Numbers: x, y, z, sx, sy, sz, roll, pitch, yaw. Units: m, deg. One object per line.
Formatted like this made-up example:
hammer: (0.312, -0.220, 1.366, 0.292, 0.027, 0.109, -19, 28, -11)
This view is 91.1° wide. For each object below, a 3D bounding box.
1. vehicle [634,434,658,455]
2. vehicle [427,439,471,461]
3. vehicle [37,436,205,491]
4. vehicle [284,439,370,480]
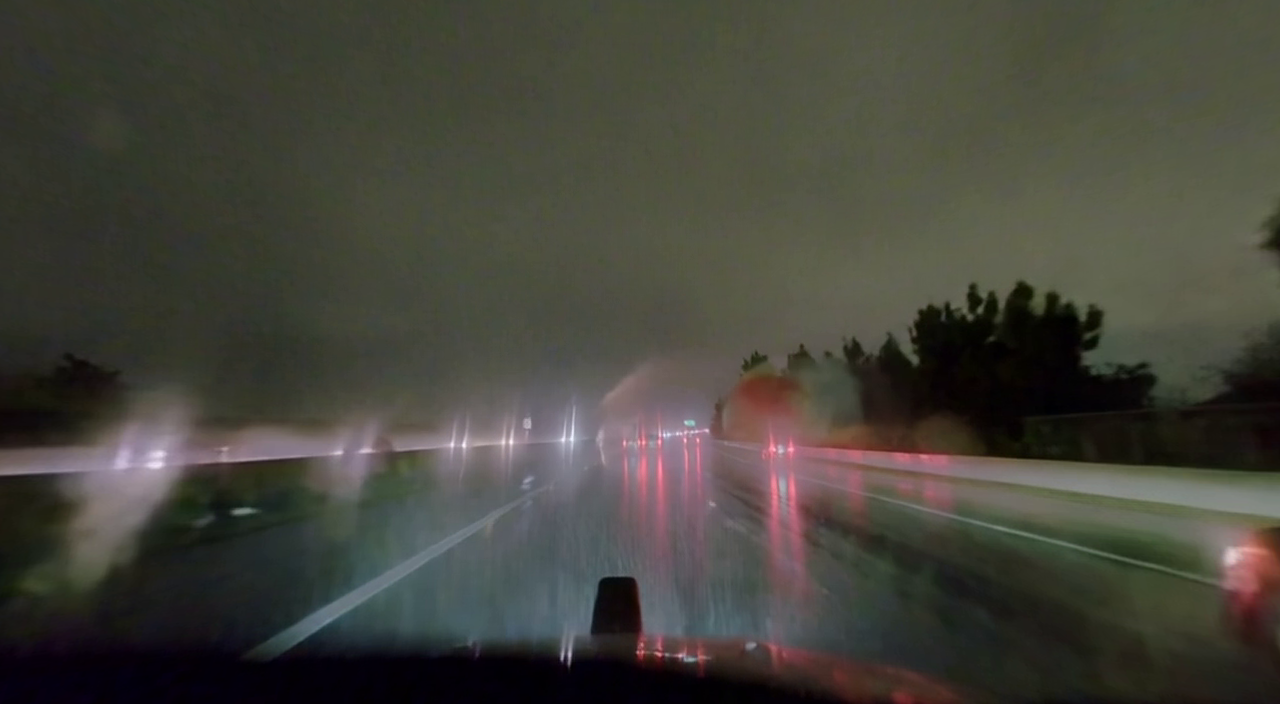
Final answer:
vehicle: (0.425, 7.191, 48.980, 1.771, 1.480, 3.781, 0, -8, 0)
vehicle: (-14.880, 7.647, 49.205, 1.963, 1.491, 4.329, -1, -7, 2)
vehicle: (-15.352, 3.269, 18.906, 1.772, 1.454, 3.816, 0, -8, -1)
vehicle: (-12.408, 4.248, 25.169, 1.668, 1.407, 3.555, -1, -7, -2)
